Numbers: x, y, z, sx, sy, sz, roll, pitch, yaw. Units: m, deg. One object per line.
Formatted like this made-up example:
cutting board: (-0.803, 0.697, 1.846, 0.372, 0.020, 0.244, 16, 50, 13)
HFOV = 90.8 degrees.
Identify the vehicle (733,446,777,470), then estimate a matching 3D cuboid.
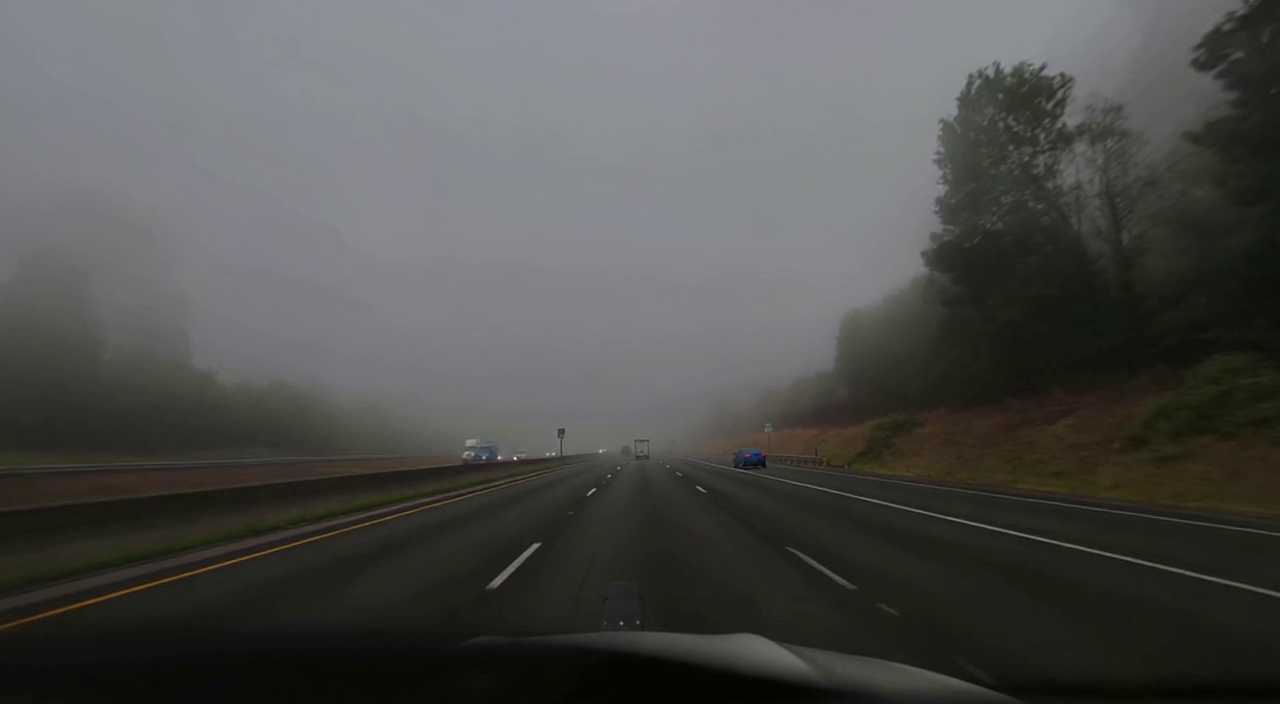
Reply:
vehicle: (7.466, 6.917, 41.336, 1.967, 1.472, 3.751, 0, -9, -3)
